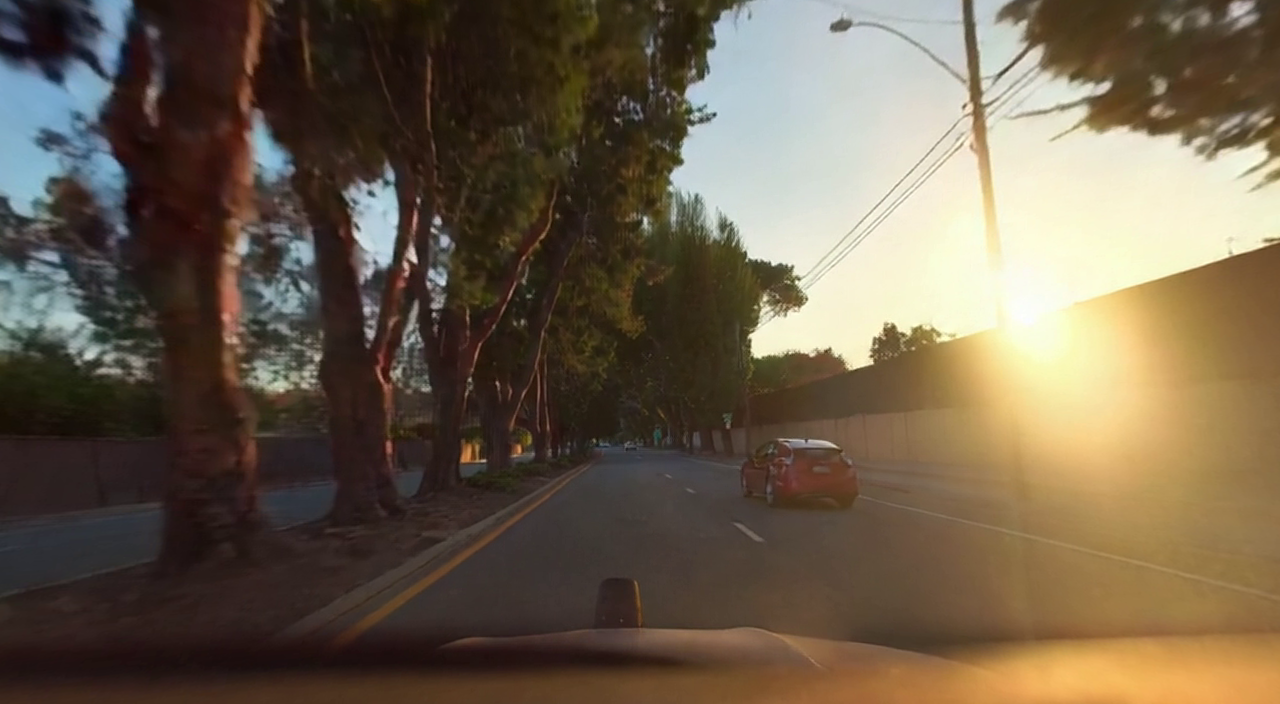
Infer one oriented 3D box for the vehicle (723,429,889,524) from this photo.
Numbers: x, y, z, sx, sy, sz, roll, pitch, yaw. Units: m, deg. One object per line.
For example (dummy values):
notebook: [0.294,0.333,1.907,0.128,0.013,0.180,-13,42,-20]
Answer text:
vehicle: [2.996,2.354,12.478,1.985,1.529,4.316,0,-8,-2]
